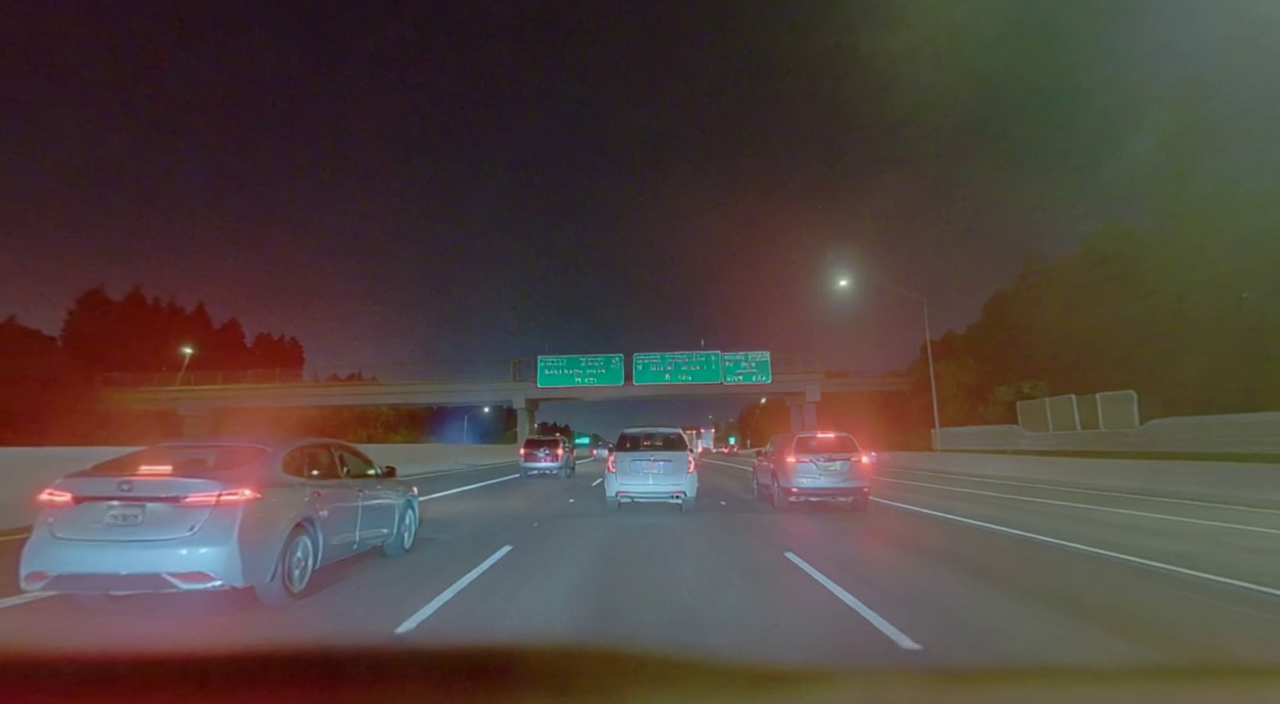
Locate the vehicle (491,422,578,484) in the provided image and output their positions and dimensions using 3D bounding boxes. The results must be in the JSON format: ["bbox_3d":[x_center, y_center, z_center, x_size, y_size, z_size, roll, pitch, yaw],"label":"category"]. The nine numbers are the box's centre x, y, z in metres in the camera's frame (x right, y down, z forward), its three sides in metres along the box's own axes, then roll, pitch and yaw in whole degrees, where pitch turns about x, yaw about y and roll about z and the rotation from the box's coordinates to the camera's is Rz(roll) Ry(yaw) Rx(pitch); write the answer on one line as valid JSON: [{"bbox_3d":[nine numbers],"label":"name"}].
[{"bbox_3d":[-3.909,3.901,24.550,2.212,2.101,6.052,0,-9,1],"label":"vehicle"}]

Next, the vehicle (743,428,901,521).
[{"bbox_3d":[3.632,2.535,13.612,2.022,1.633,4.651,0,-9,0],"label":"vehicle"}]

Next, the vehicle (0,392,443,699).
[{"bbox_3d":[-3.618,1.356,5.727,2.014,1.579,4.761,0,-9,1],"label":"vehicle"}]

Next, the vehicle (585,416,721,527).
[{"bbox_3d":[0.228,2.235,12.259,2.181,1.756,4.167,0,-9,0],"label":"vehicle"}]
